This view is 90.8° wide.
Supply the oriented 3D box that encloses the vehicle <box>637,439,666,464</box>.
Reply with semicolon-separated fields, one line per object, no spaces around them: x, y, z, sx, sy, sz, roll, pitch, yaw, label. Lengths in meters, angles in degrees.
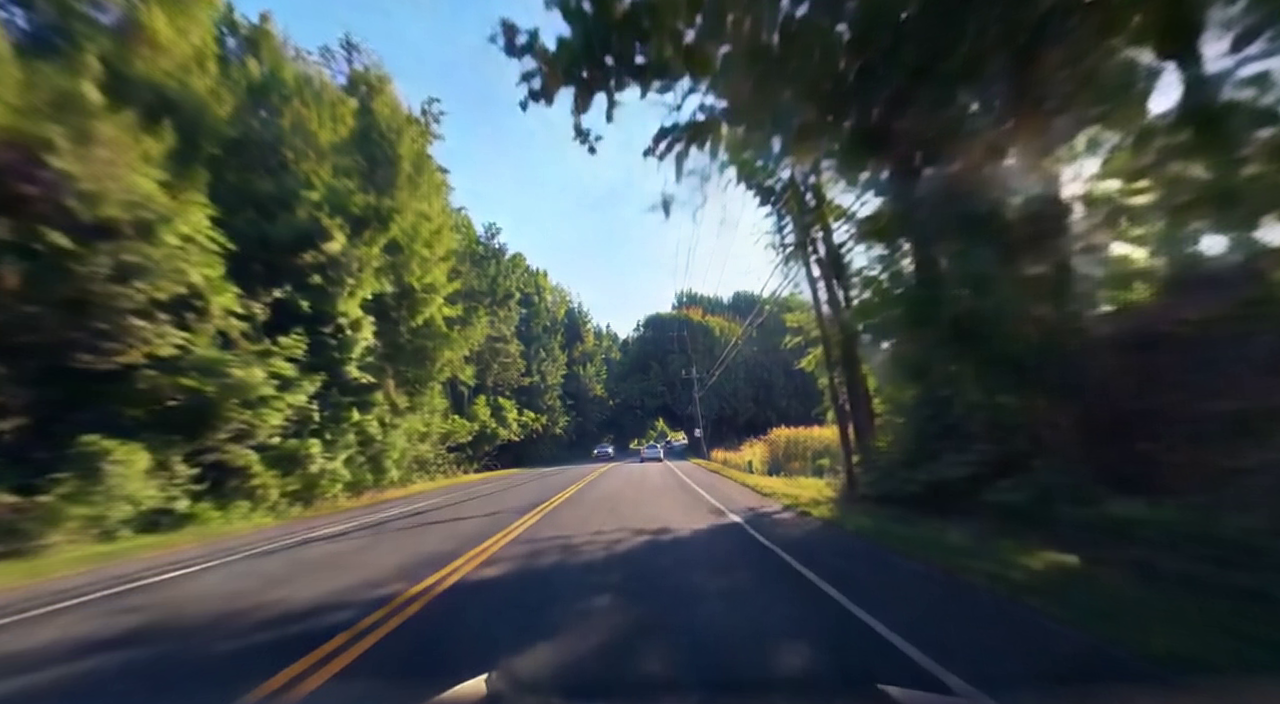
0.833;7.416;47.091;2.083;1.767;4.448;0;-9;1;vehicle
